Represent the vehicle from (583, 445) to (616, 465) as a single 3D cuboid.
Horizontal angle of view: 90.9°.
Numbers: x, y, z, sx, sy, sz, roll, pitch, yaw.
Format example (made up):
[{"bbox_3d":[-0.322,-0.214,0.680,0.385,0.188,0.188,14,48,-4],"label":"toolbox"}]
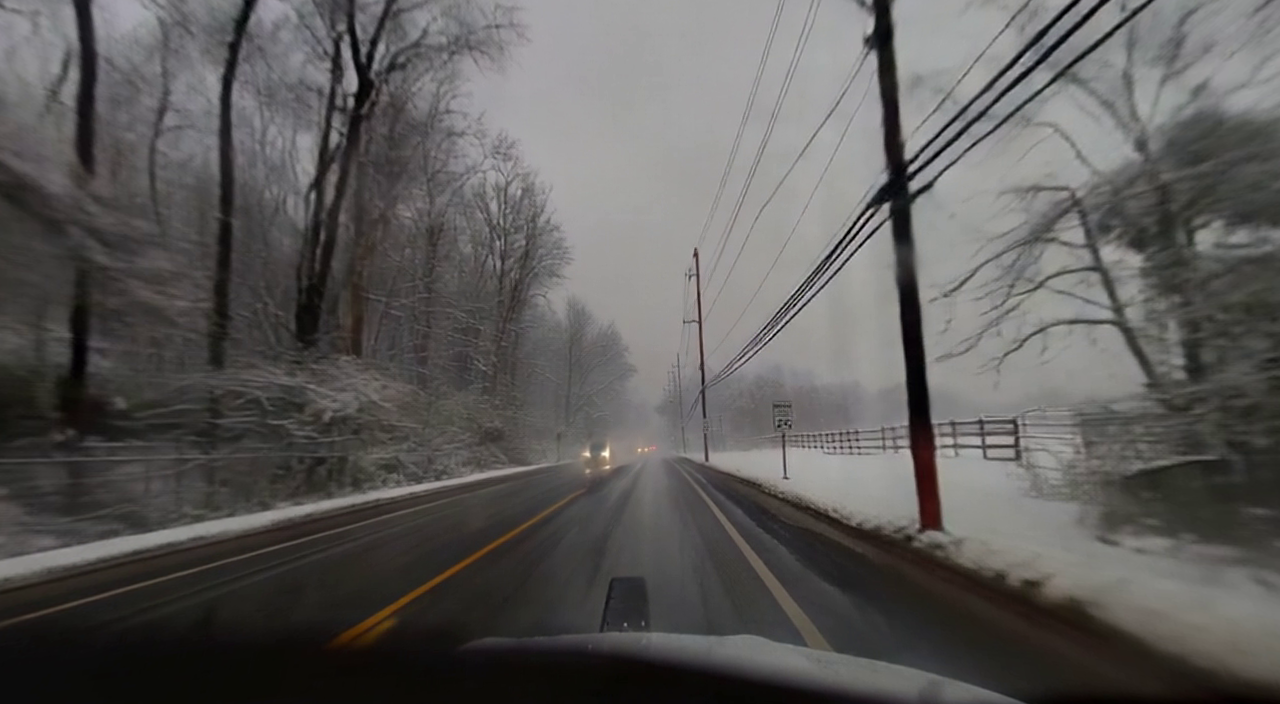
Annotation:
[{"bbox_3d":[-3.075,7.956,48.714,1.975,1.481,4.445,-1,-9,3],"label":"vehicle"}]
